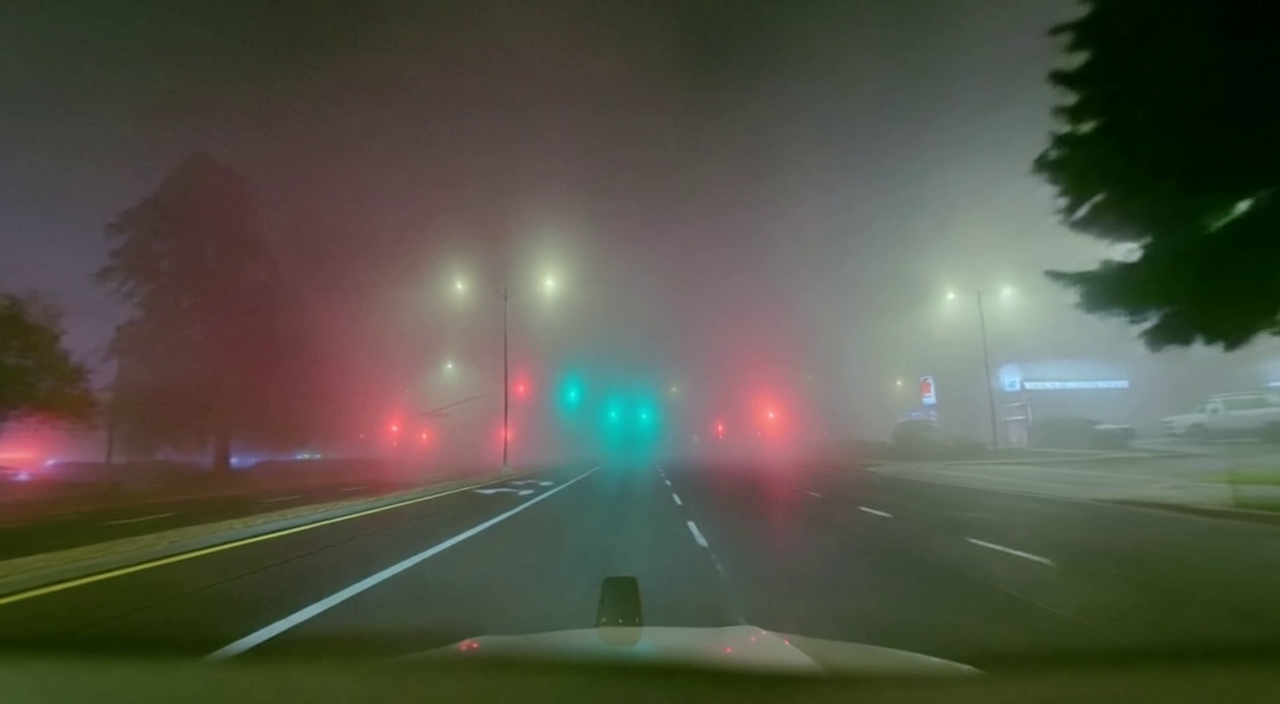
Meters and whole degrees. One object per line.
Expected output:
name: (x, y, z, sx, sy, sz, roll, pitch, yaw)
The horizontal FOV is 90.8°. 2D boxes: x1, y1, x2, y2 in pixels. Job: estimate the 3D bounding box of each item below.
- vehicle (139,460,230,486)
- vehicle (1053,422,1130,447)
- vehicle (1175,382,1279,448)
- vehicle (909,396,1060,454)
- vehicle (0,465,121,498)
vehicle: (-30.141, 8.017, 41.875, 4.396, 1.633, 2.000, 0, -9, 0)
vehicle: (32.842, 6.073, 46.155, 1.990, 1.708, 4.629, -1, -9, -3)
vehicle: (32.606, 3.388, 33.044, 2.751, 3.197, 7.018, 0, -9, -2)
vehicle: (20.559, 4.434, 38.014, 7.304, 3.335, 2.869, 0, -9, -2)
vehicle: (-30.930, 6.856, 33.625, 4.713, 1.607, 2.022, 0, -9, 1)
